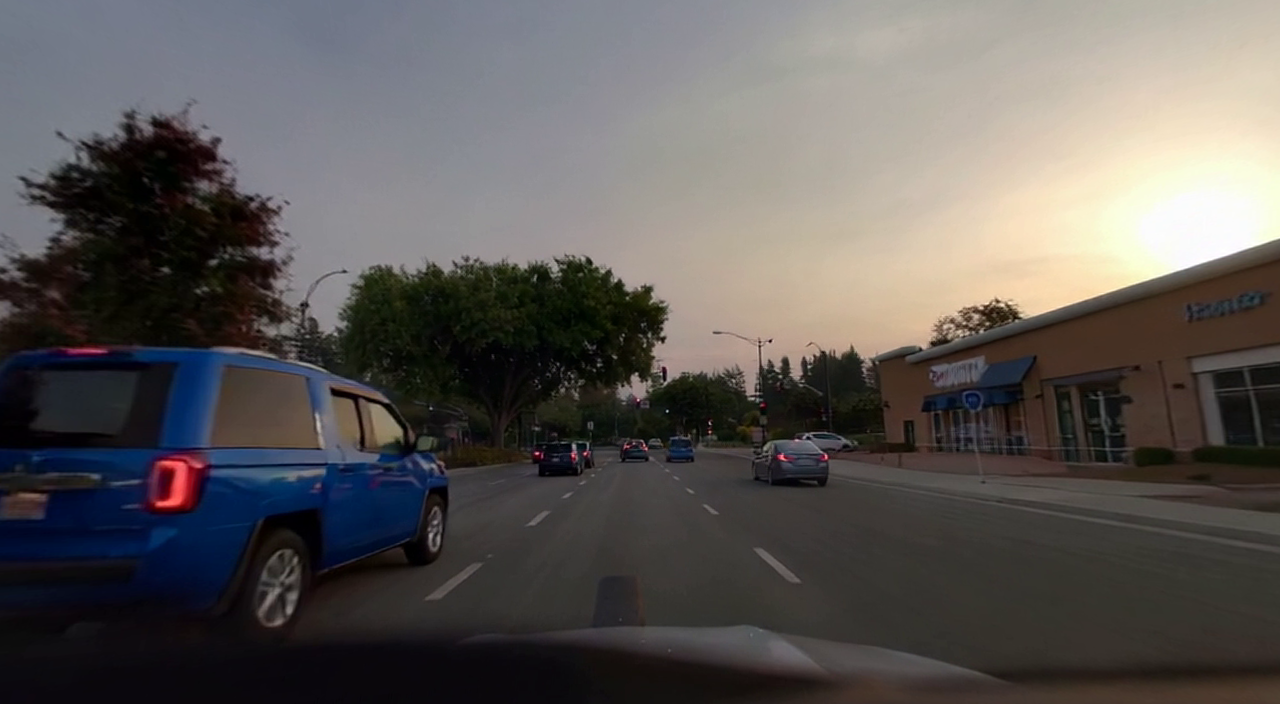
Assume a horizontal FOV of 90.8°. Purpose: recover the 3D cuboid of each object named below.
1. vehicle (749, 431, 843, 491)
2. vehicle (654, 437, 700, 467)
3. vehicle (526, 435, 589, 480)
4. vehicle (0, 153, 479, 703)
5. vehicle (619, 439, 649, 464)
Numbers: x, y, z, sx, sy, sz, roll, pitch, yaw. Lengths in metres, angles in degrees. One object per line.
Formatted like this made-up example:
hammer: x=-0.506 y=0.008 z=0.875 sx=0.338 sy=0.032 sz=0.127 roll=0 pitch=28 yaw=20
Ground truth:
vehicle: x=4.691 y=3.347 z=19.645 sx=1.869 sy=1.646 sz=4.166 roll=0 pitch=-9 yaw=1
vehicle: x=2.495 y=6.539 z=41.479 sx=2.209 sy=1.806 sz=4.689 roll=-2 pitch=-9 yaw=12
vehicle: x=-3.368 y=4.434 z=26.656 sx=2.030 sy=1.724 sz=4.365 roll=0 pitch=-9 yaw=1
vehicle: x=-3.542 y=0.819 z=5.904 sx=2.443 sy=2.784 sz=5.862 roll=0 pitch=-9 yaw=1
vehicle: x=-0.473 y=7.508 z=47.660 sx=2.130 sy=1.725 sz=4.223 roll=0 pitch=-9 yaw=-1
